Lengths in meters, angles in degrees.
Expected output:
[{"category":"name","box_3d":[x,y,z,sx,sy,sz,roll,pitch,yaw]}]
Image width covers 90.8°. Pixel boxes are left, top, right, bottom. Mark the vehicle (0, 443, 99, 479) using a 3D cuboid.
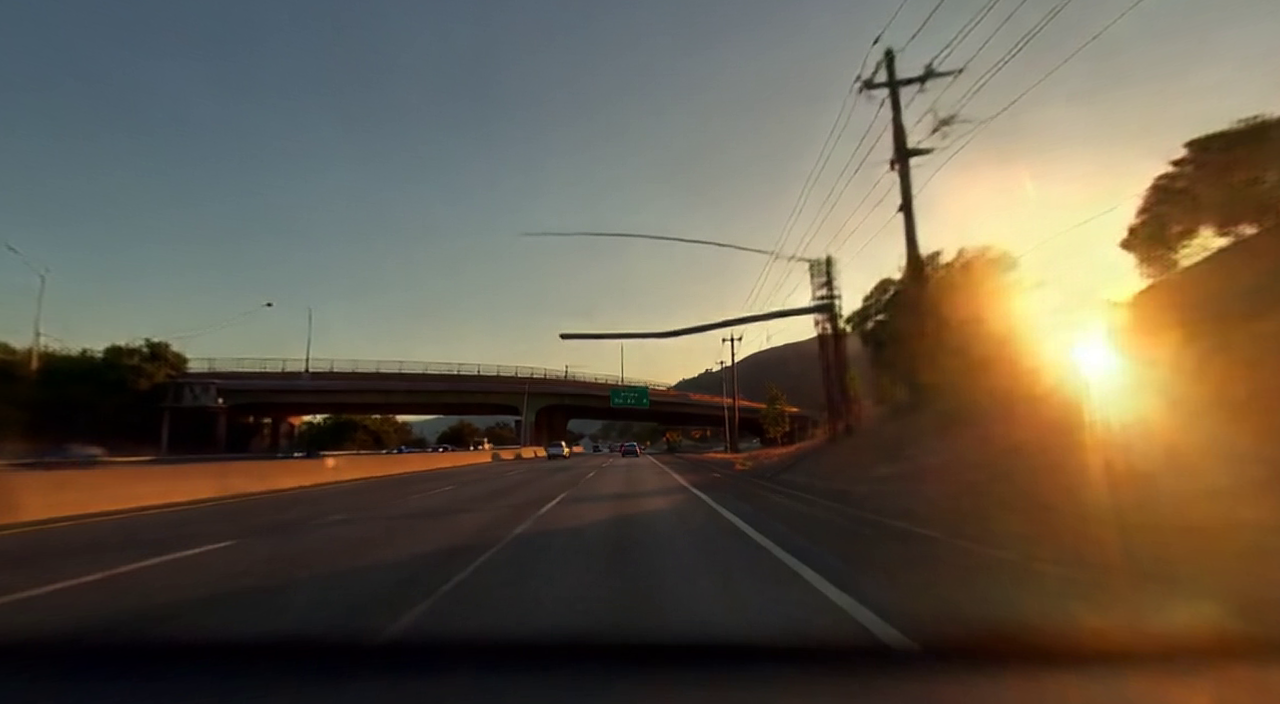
[{"category":"vehicle","box_3d":[-32.382,5.833,34.001,2.076,1.687,5.116,-3,-7,0]}]
